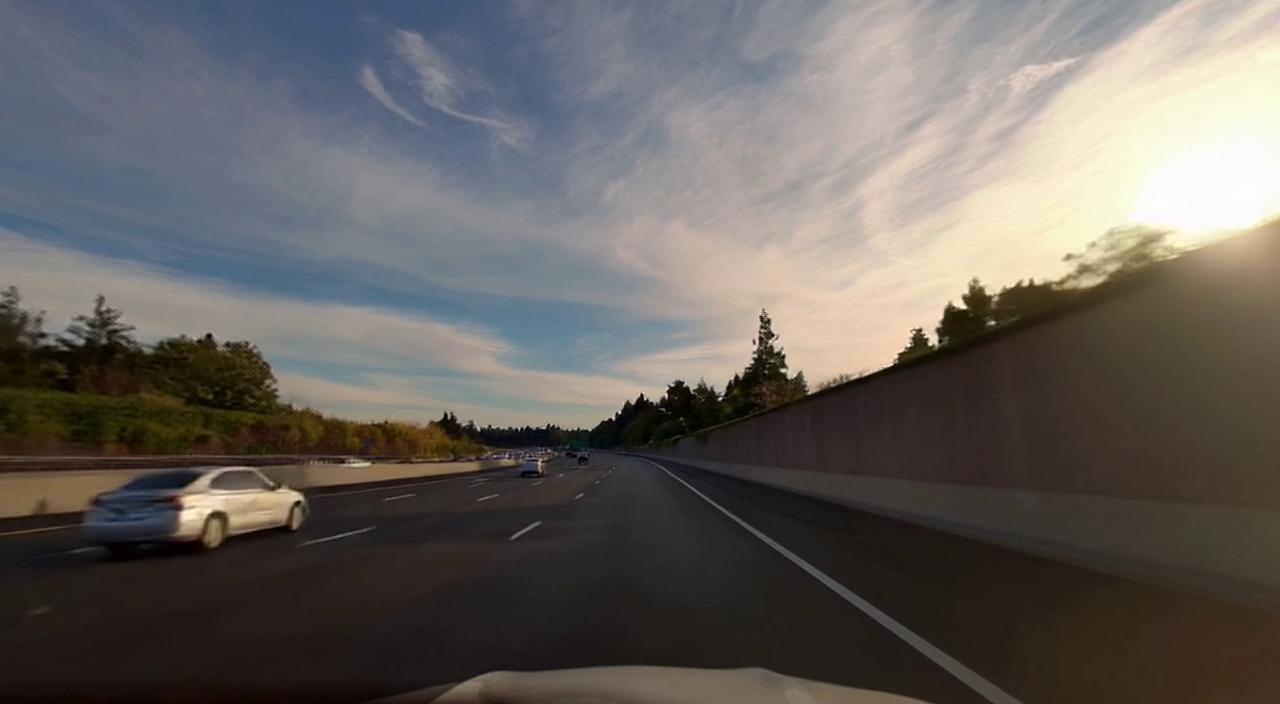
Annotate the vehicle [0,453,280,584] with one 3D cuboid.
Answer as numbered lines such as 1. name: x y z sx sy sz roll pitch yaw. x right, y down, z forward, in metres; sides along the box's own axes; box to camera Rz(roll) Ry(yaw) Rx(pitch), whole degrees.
1. vehicle: -7.231 2.206 9.114 1.782 1.441 3.751 0 -9 1

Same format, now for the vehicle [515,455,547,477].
1. vehicle: -7.956 8.379 46.310 1.742 1.494 3.795 0 -9 0
